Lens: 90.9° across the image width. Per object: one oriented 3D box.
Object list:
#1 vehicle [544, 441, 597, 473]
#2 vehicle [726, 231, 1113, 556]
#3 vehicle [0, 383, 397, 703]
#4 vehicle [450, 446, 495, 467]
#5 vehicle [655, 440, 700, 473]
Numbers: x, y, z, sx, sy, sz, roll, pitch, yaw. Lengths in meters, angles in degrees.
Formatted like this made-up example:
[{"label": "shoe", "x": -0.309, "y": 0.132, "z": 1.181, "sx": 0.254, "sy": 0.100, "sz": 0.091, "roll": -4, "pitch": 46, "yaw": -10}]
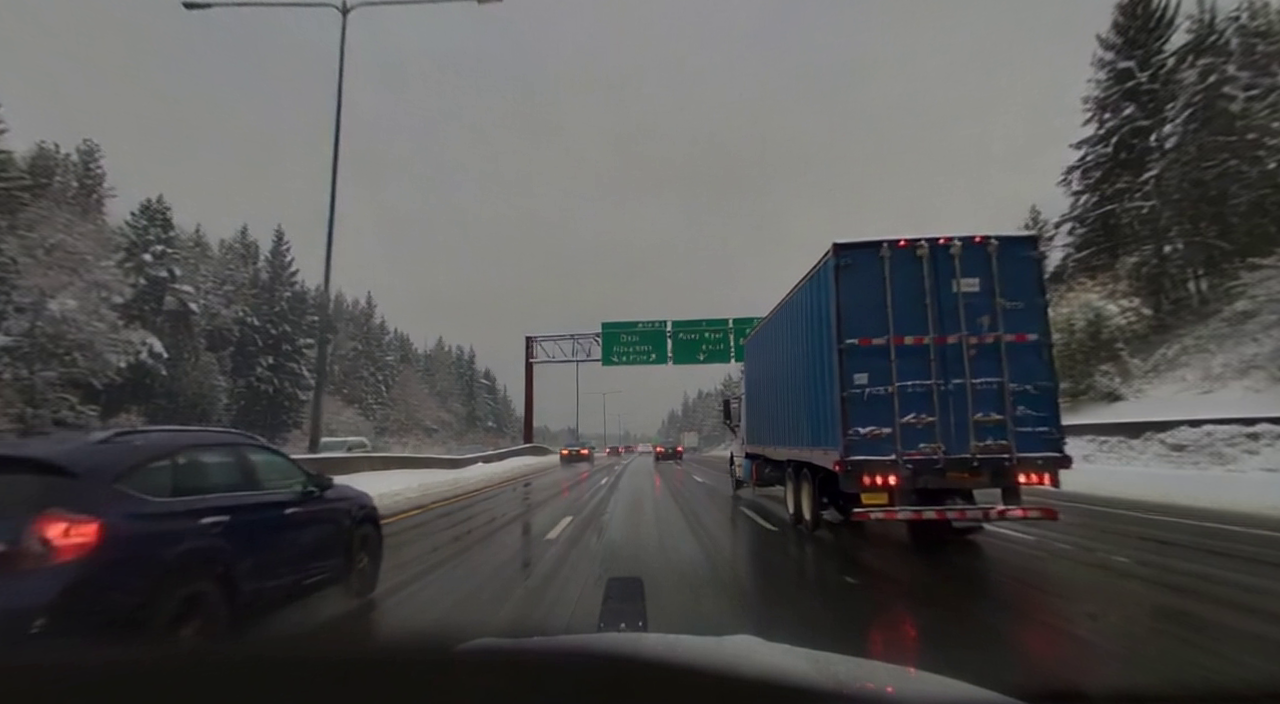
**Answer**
[{"label": "vehicle", "x": -3.463, "y": 5.323, "z": 32.204, "sx": 2.099, "sy": 1.494, "sz": 4.504, "roll": 0, "pitch": -8, "yaw": 1}, {"label": "vehicle", "x": 4.019, "y": 1.241, "z": 13.133, "sx": 2.985, "sy": 3.895, "sz": 11.239, "roll": 0, "pitch": -8, "yaw": 1}, {"label": "vehicle", "x": -3.440, "y": 1.102, "z": 3.644, "sx": 1.974, "sy": 1.589, "sz": 5.047, "roll": 0, "pitch": -8, "yaw": 1}, {"label": "vehicle", "x": -12.201, "y": 7.612, "z": 46.183, "sx": 1.975, "sy": 1.476, "sz": 4.492, "roll": 0, "pitch": -8, "yaw": 1}, {"label": "vehicle", "x": 1.840, "y": 5.118, "z": 31.085, "sx": 2.040, "sy": 1.461, "sz": 4.822, "roll": -1, "pitch": -8, "yaw": 3}]
